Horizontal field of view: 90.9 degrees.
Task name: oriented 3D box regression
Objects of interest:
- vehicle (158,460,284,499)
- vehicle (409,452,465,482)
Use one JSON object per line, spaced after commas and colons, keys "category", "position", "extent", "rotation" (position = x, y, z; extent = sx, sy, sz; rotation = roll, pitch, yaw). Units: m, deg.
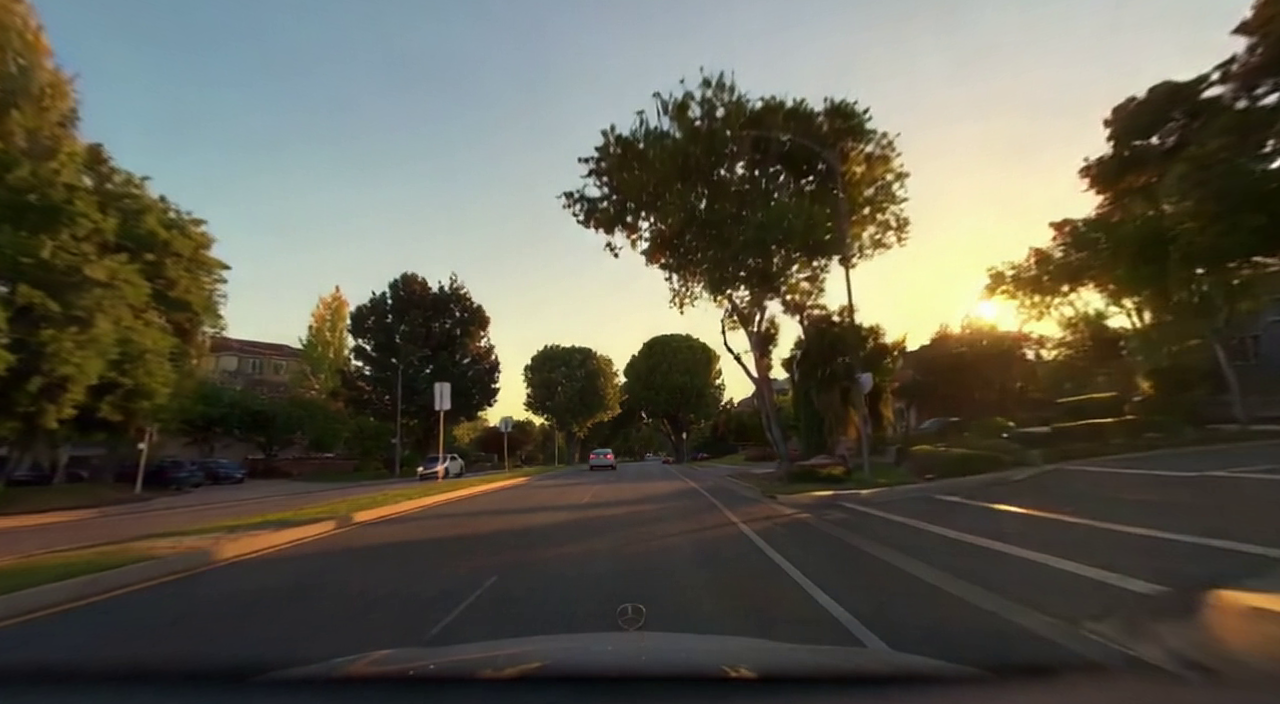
{"category": "vehicle", "position": [-19.522, 5.946, 29.507], "extent": [4.553, 1.681, 1.931], "rotation": [-1, -9, 4]}
{"category": "vehicle", "position": [-13.056, 7.411, 40.843], "extent": [2.005, 1.739, 4.563], "rotation": [0, -9, 2]}
